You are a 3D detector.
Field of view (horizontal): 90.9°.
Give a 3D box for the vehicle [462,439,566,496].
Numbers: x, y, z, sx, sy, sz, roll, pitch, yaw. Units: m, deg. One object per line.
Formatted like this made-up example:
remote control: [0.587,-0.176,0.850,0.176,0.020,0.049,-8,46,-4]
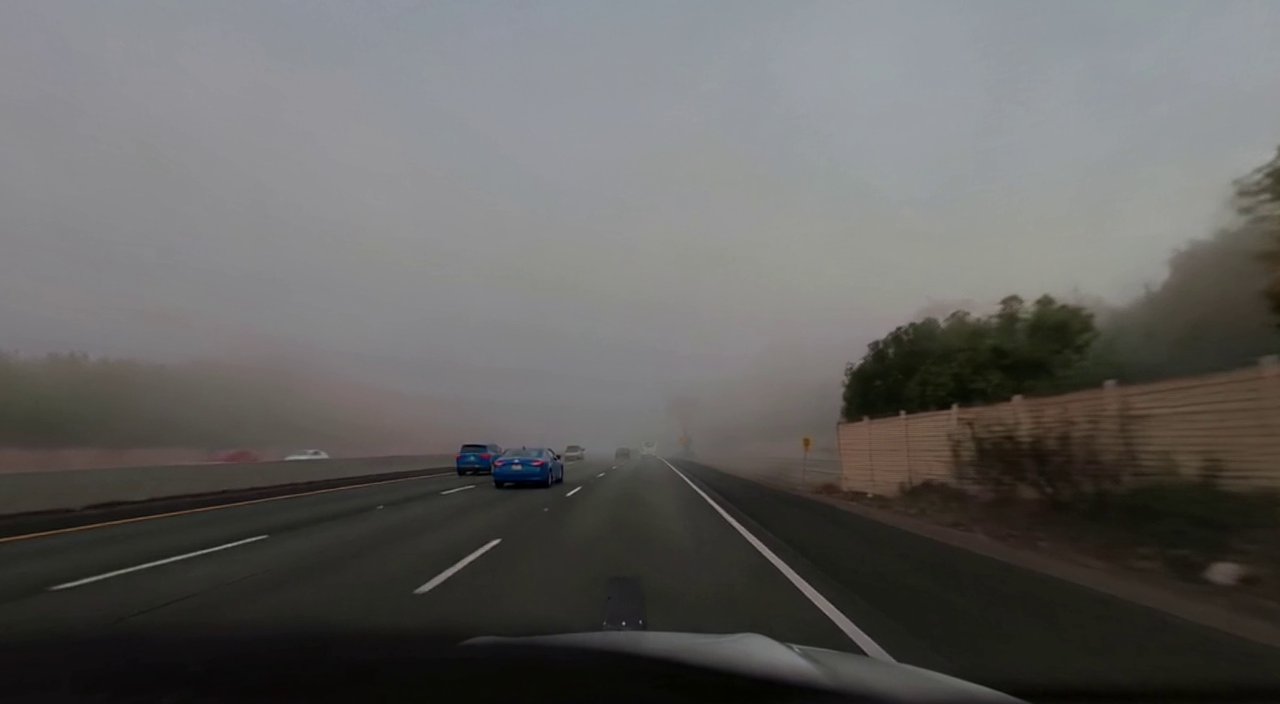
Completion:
vehicle: [-3.653,3.444,19.296,2.081,1.514,4.943,0,-8,1]
